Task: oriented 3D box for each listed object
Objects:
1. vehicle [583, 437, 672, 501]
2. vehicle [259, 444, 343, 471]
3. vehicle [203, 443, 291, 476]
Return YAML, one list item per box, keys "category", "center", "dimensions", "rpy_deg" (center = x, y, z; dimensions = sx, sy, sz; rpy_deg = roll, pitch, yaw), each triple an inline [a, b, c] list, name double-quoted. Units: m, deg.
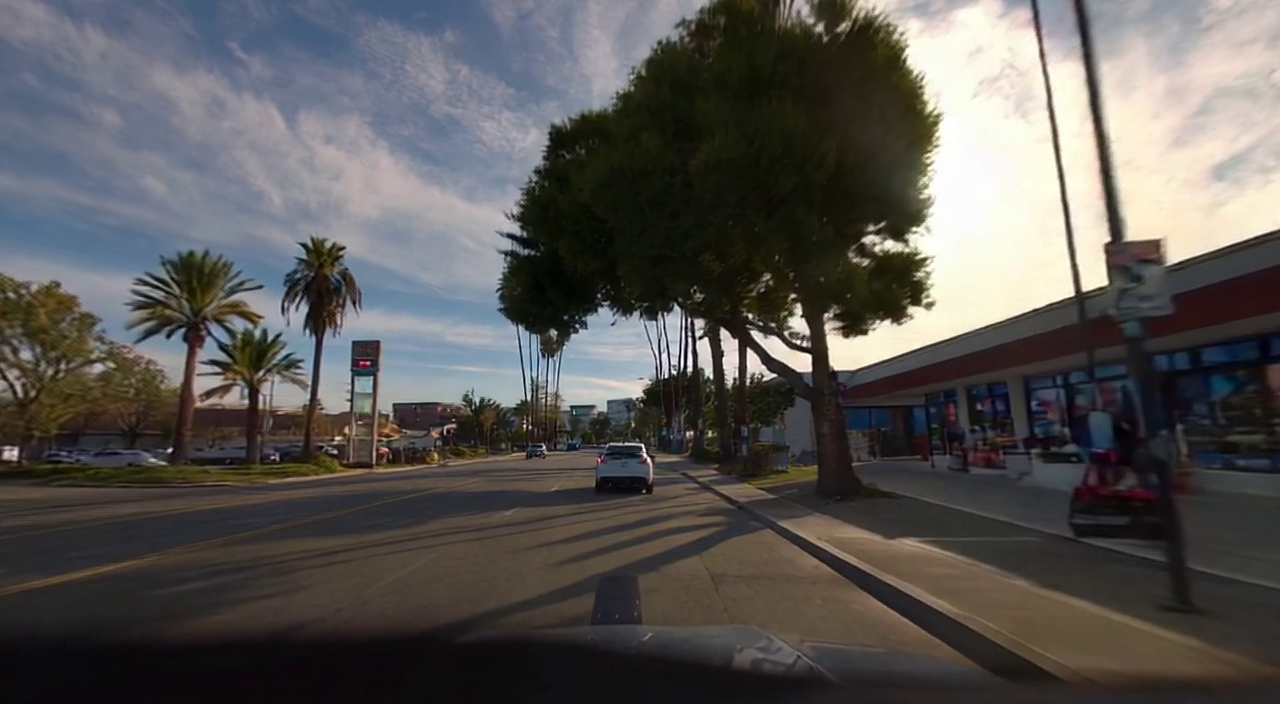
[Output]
- category: "vehicle"
  center: [-0.321, 3.058, 16.937]
  dimensions: [2.076, 1.486, 4.119]
  rpy_deg: [0, -8, -1]
- category: "vehicle"
  center: [-23.228, 7.195, 43.262]
  dimensions: [5.293, 1.771, 2.194]
  rpy_deg: [-4, -9, 25]
- category: "vehicle"
  center: [-23.012, 6.272, 36.955]
  dimensions: [4.573, 1.725, 2.054]
  rpy_deg: [-5, -8, 23]
